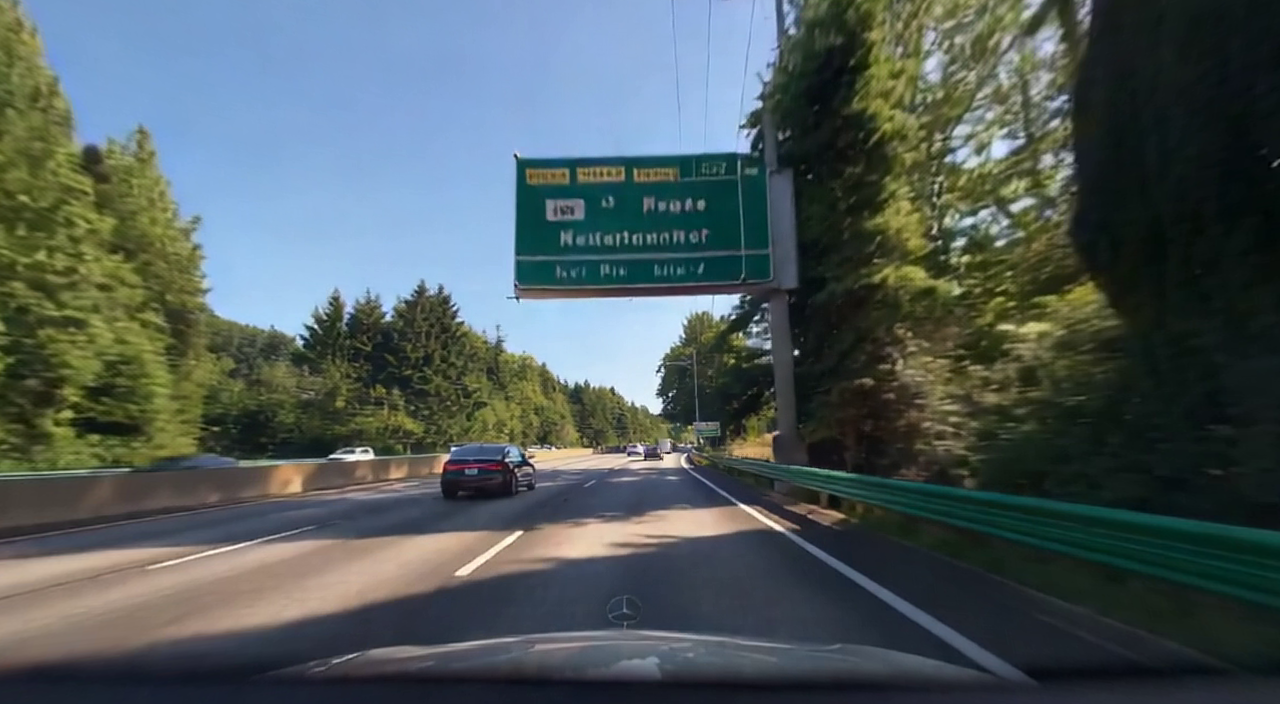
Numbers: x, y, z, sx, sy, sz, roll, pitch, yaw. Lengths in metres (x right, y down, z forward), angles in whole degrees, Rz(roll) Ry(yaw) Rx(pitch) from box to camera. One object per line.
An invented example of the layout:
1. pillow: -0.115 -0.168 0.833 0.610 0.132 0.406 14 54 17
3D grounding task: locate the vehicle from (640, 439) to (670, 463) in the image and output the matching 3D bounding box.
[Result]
1. vehicle: 1.178 7.426 47.538 2.176 1.725 4.182 0 -8 3

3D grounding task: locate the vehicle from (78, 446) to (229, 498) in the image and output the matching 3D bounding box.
1. vehicle: -15.682 3.850 20.594 1.791 1.474 3.831 0 -8 1

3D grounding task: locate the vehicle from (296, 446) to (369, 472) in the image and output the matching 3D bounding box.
1. vehicle: -19.128 6.657 39.442 1.963 1.497 4.843 0 -8 2

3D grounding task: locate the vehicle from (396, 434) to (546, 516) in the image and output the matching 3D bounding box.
1. vehicle: -3.509 2.640 14.099 2.021 1.515 4.453 0 -8 2
